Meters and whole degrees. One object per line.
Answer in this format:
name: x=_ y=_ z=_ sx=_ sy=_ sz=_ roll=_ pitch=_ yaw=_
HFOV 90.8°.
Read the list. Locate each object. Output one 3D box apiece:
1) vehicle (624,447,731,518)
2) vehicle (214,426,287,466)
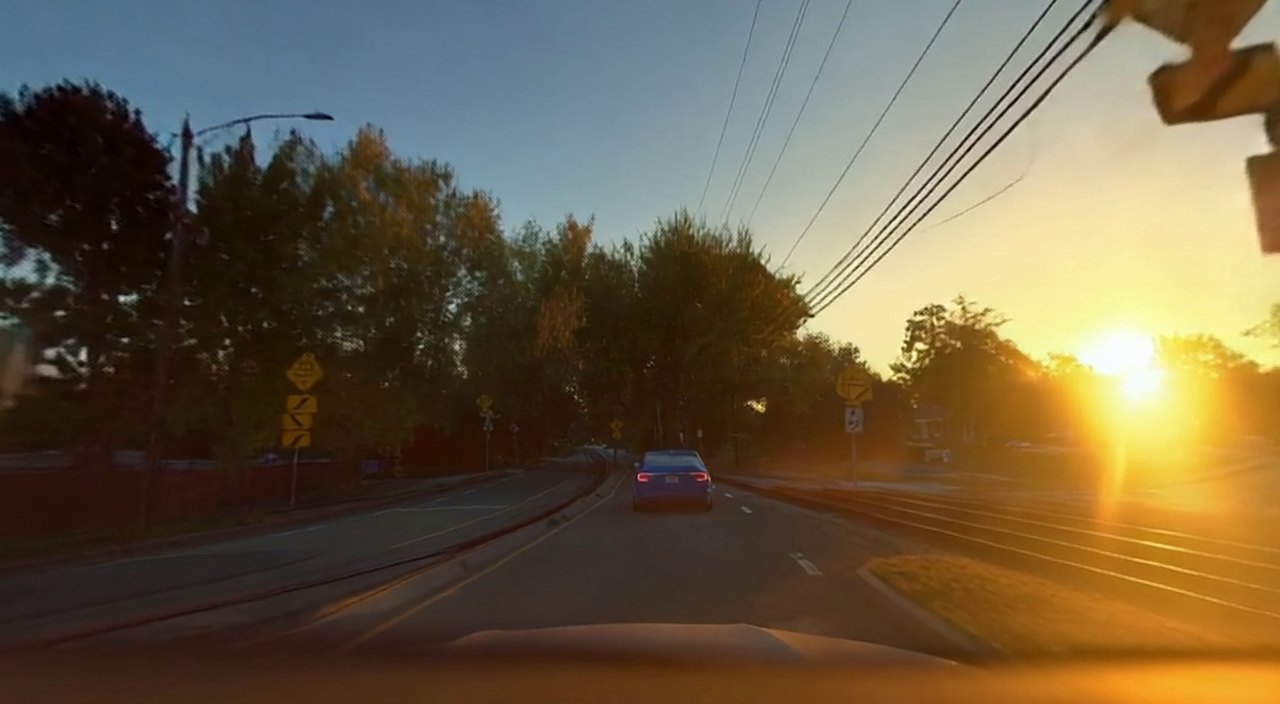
vehicle: x=0.827 y=3.144 z=15.833 sx=2.295 sy=1.510 sz=4.364 roll=0 pitch=-9 yaw=1
vehicle: x=-29.707 y=7.230 z=48.558 sx=2.983 sy=2.816 sz=7.042 roll=3 pitch=-9 yaw=-17
